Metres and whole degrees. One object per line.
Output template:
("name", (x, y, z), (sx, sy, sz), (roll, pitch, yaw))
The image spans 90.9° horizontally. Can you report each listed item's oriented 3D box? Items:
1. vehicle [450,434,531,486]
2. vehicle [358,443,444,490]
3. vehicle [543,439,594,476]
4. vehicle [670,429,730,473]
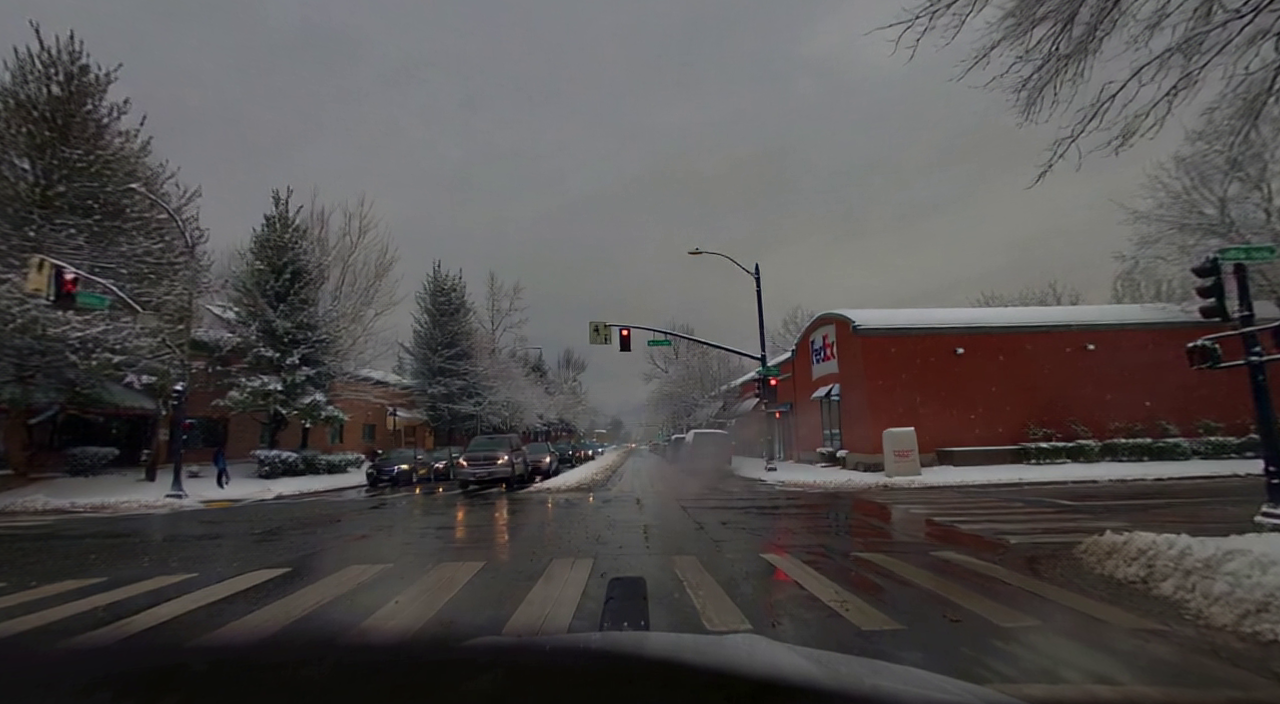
("vehicle", (-5.950, 4.349, 25.737), (2.242, 1.887, 4.924), (0, -8, -2))
("vehicle", (-9.910, 4.747, 26.588), (2.216, 1.804, 4.526), (1, -8, -5))
("vehicle", (-3.282, 4.910, 29.535), (2.033, 1.596, 4.142), (0, -8, -2))
("vehicle", (3.101, 5.313, 34.064), (2.557, 2.188, 5.164), (1, -8, -2))
